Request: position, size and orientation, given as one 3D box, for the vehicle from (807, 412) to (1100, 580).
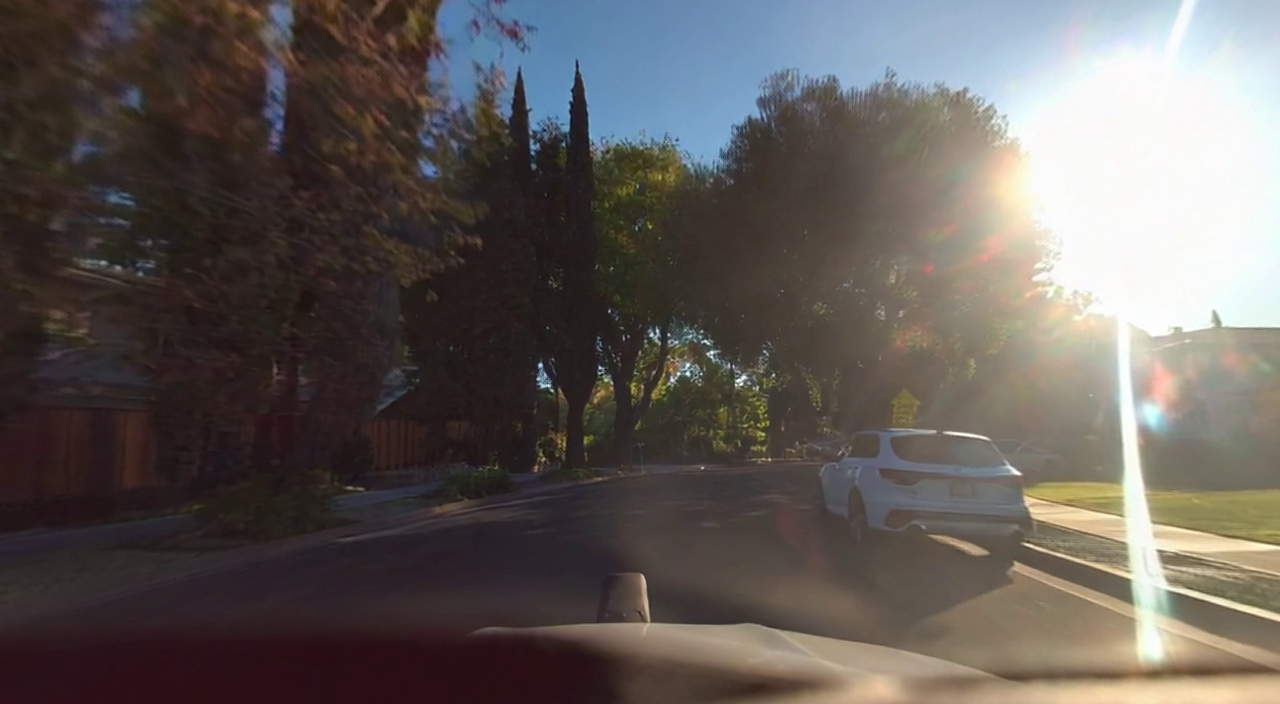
[{"bbox_3d":[3.981,1.890,9.130,2.163,1.760,4.591,0,-9,4],"label":"vehicle"}]
